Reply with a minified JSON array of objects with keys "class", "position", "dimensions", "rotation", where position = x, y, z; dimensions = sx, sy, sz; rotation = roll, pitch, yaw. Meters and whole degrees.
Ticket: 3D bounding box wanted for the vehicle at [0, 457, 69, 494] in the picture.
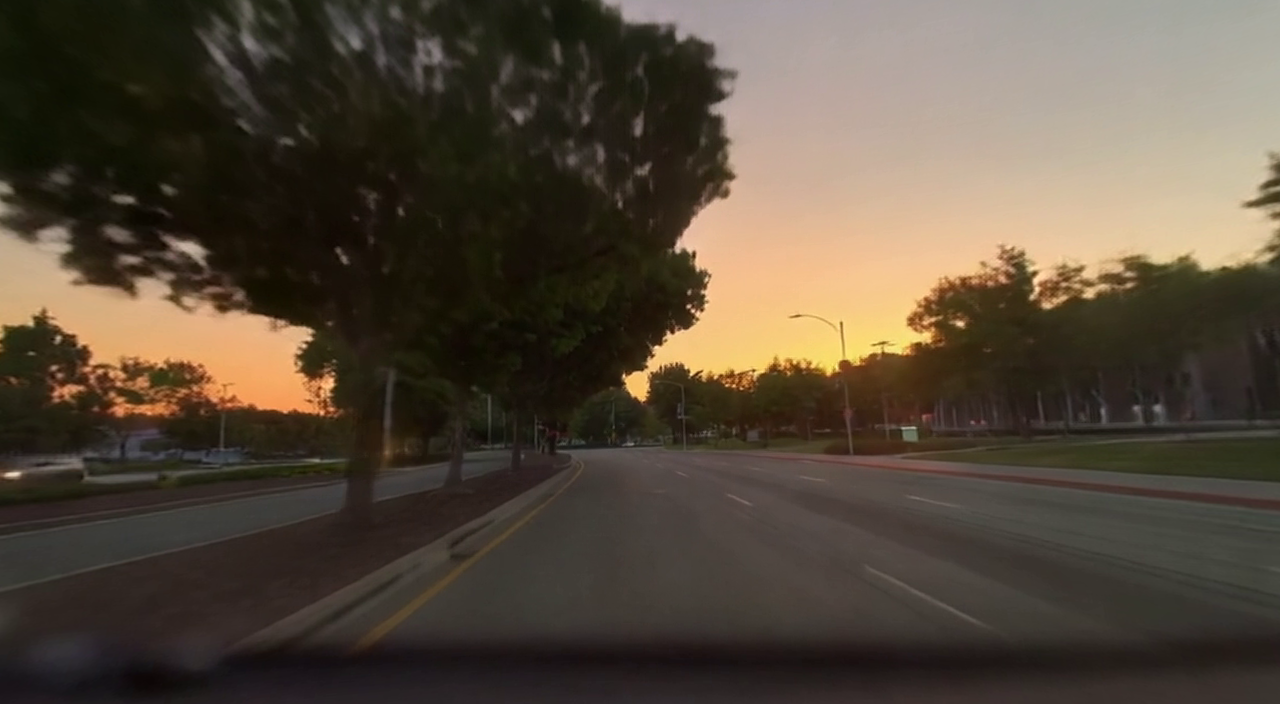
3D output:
[{"class":"vehicle","position":[-28.067,5.423,27.789],"dimensions":[1.863,1.468,4.560],"rotation":[0,-8,-4]}]
